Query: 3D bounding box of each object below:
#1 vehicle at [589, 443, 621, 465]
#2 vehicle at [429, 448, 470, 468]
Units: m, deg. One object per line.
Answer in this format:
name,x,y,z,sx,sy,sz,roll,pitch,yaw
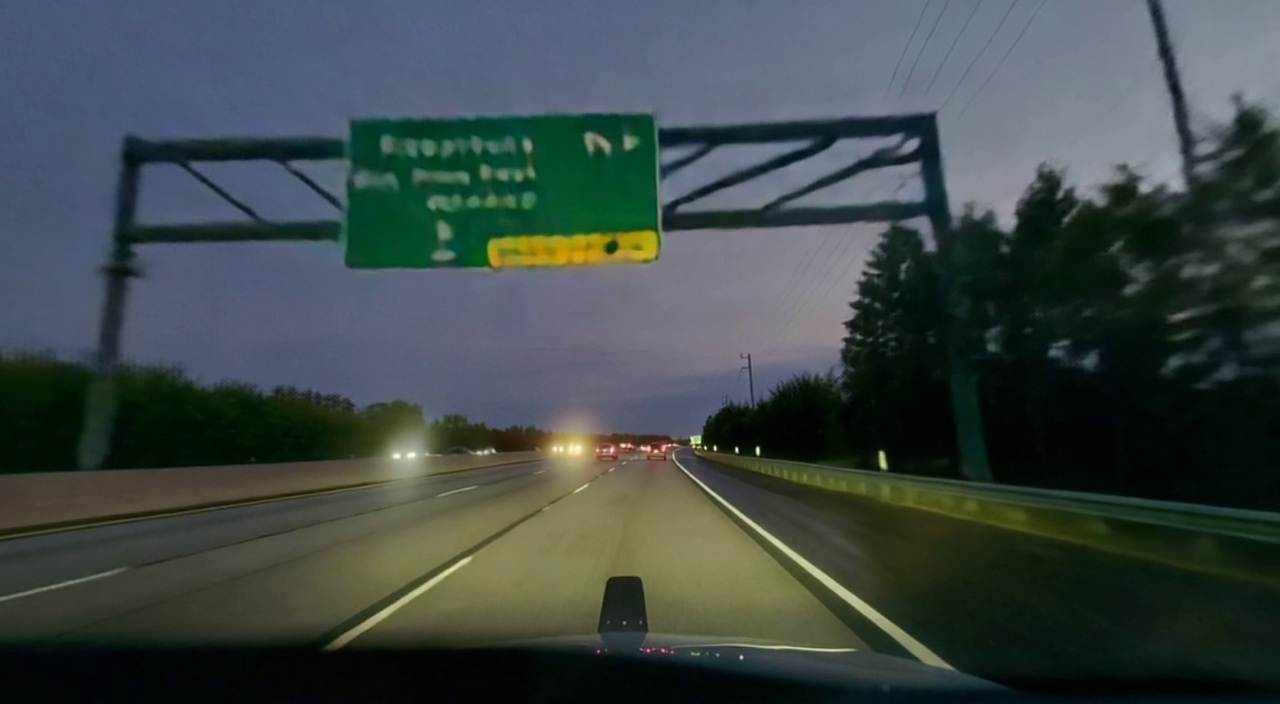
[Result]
vehicle,-2.632,7.724,47.883,2.021,1.515,4.453,0,-8,2
vehicle,-15.007,8.339,49.708,1.893,1.494,3.933,0,-8,1
